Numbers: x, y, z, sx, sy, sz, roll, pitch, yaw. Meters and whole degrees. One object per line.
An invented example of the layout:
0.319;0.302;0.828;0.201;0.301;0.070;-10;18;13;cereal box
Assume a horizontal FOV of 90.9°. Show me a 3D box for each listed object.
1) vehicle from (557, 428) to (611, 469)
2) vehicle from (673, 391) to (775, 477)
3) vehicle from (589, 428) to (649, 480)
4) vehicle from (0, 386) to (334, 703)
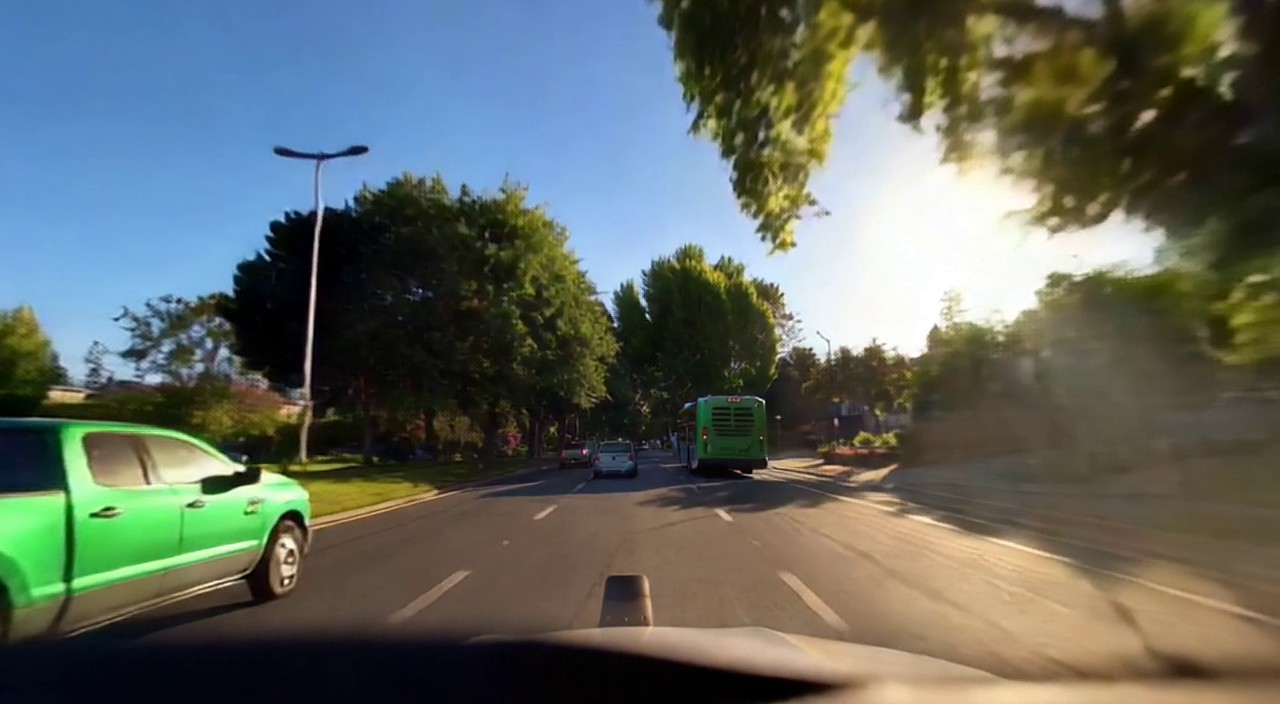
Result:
-3.059;5.428;35.611;2.513;2.066;5.820;0;-8;0;vehicle
3.518;4.026;30.212;3.059;3.264;12.623;0;-8;0;vehicle
-0.735;4.069;25.429;2.074;1.849;5.137;-1;-8;2;vehicle
-3.945;1.039;3.533;2.109;1.543;4.535;0;-8;1;vehicle
